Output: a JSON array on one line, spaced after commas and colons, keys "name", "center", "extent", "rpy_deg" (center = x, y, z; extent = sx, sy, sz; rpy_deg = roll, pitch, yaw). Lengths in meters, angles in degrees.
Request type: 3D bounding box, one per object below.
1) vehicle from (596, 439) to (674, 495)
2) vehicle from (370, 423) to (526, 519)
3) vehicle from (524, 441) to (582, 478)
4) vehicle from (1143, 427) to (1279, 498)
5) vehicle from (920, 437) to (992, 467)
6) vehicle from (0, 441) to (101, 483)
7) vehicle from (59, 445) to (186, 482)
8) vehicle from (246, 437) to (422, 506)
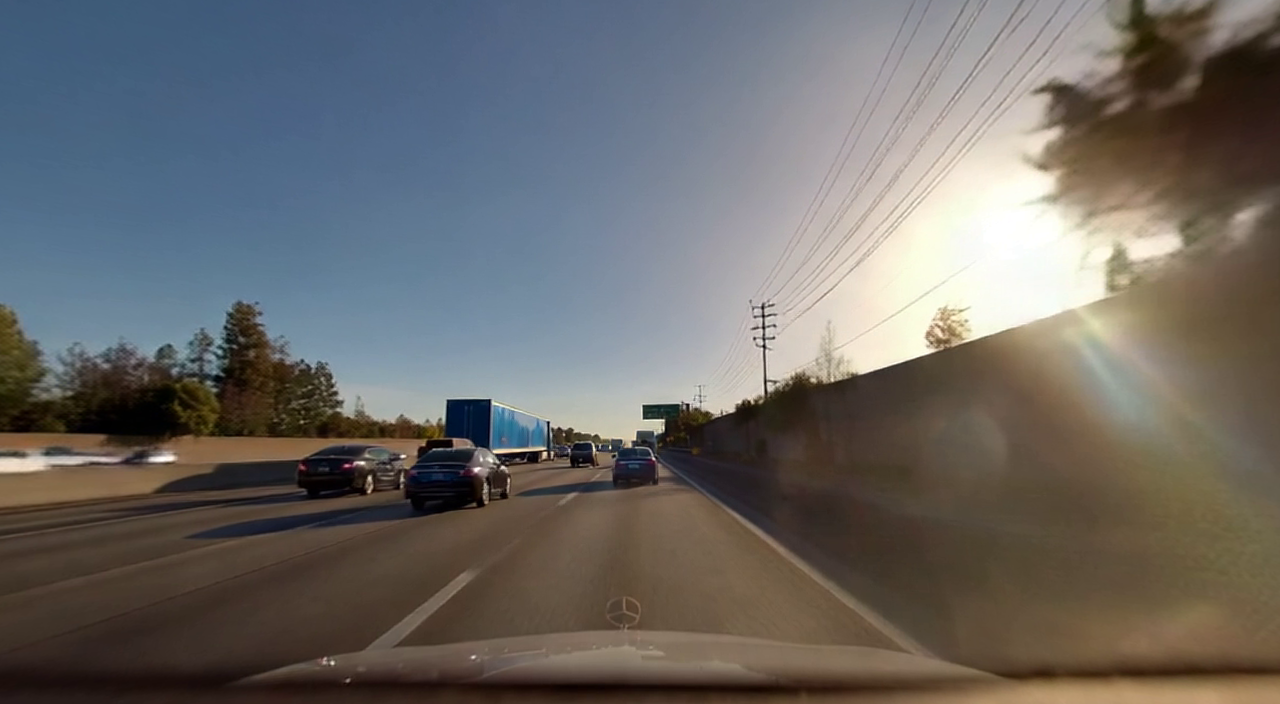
[{"name": "vehicle", "center": [-0.160, 3.368, 18.812], "extent": [2.089, 1.477, 3.818], "rpy_deg": [0, -9, -1]}, {"name": "vehicle", "center": [-3.848, 2.467, 13.561], "extent": [1.923, 1.716, 4.289], "rpy_deg": [0, -9, 1]}, {"name": "vehicle", "center": [-3.744, 4.692, 27.778], "extent": [1.870, 1.485, 4.304], "rpy_deg": [0, -9, 1]}, {"name": "vehicle", "center": [14.314, 2.455, 14.214], "extent": [1.949, 1.472, 4.795], "rpy_deg": [0, -9, -1]}, {"name": "vehicle", "center": [17.940, 5.721, 36.167], "extent": [1.936, 1.591, 4.362], "rpy_deg": [0, -9, 1]}, {"name": "vehicle", "center": [-27.087, 4.838, 28.093], "extent": [2.017, 1.724, 4.861], "rpy_deg": [0, -9, -1]}, {"name": "vehicle", "center": [-23.623, 5.076, 29.118], "extent": [1.910, 1.556, 4.668], "rpy_deg": [0, -9, -1]}, {"name": "vehicle", "center": [-7.663, 3.021, 16.521], "extent": [2.165, 1.511, 4.810], "rpy_deg": [0, -9, 0]}]
